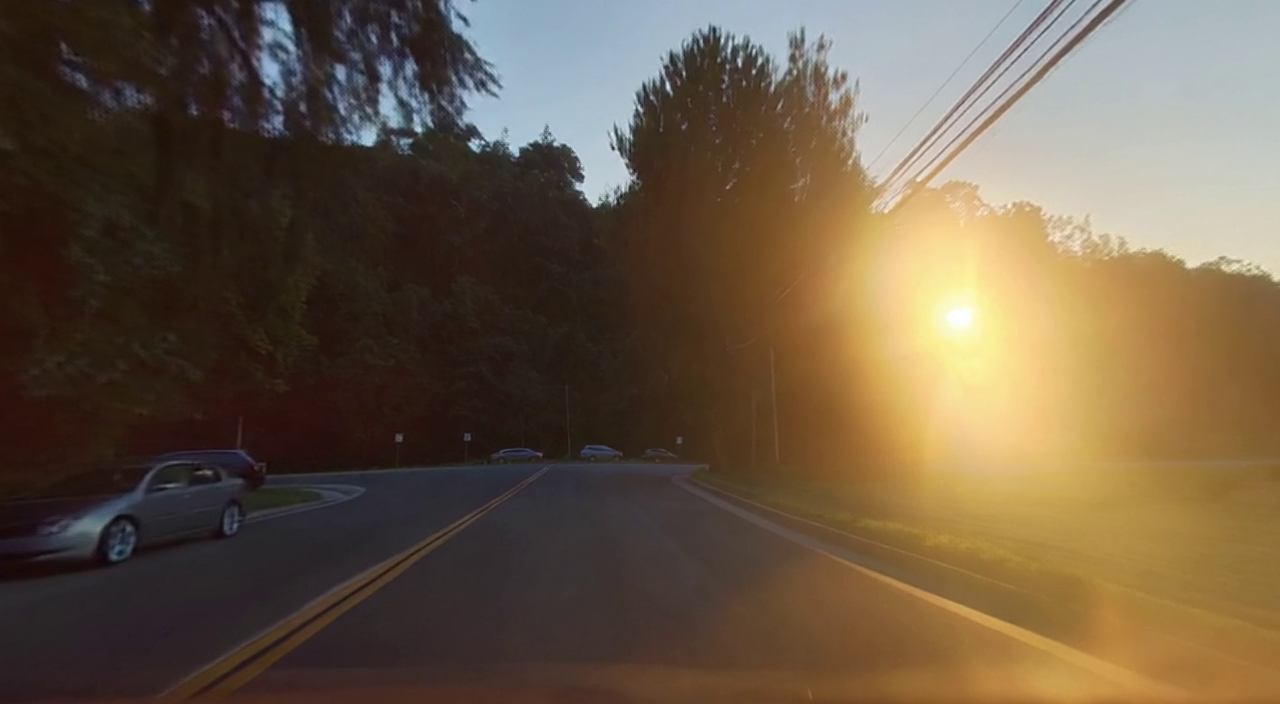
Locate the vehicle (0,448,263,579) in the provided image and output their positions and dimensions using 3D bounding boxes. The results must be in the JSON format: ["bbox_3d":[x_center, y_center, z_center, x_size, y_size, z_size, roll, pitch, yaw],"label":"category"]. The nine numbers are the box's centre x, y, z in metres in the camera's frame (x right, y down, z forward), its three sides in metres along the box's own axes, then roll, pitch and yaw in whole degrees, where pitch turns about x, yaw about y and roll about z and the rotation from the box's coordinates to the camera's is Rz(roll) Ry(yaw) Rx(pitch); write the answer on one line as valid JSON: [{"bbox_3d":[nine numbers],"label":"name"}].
[{"bbox_3d":[-8.242,2.393,10.236,1.934,1.646,4.273,1,-9,-6],"label":"vehicle"}]
